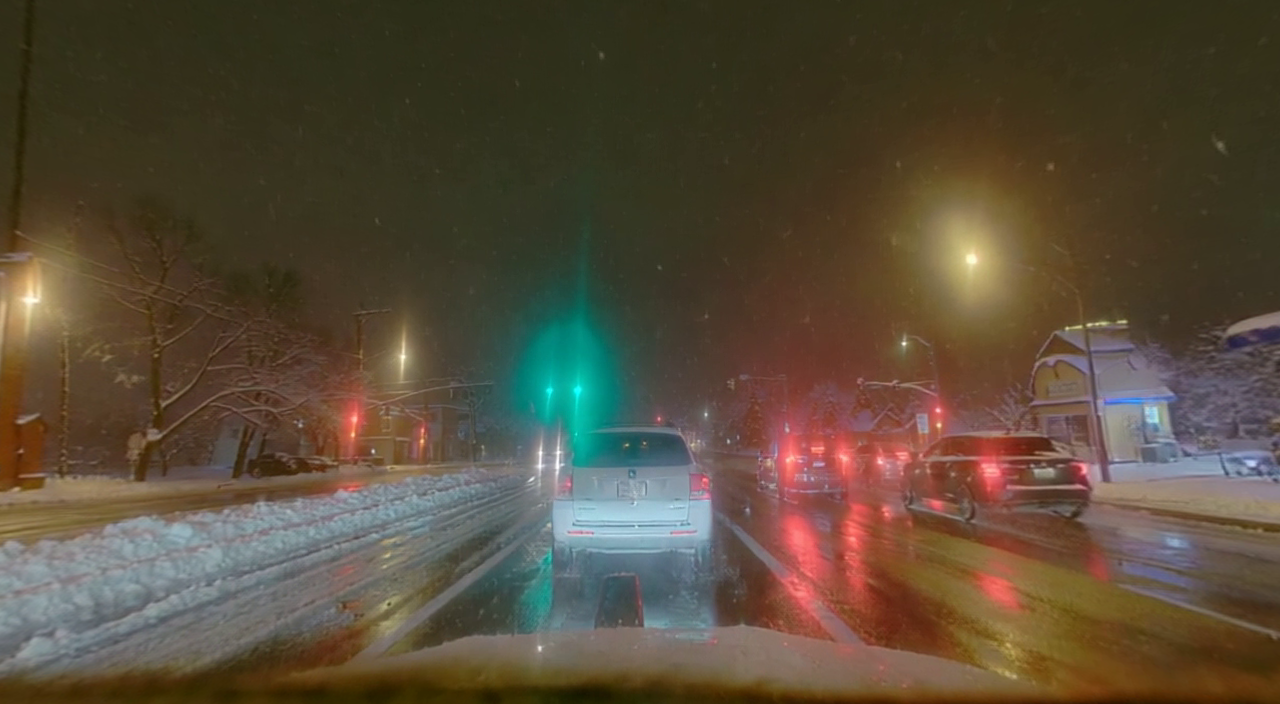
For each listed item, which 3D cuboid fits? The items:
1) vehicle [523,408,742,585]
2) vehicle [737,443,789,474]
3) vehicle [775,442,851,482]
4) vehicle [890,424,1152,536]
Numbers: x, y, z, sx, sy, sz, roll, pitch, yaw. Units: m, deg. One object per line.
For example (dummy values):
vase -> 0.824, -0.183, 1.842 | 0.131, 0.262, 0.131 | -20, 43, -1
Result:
vehicle -> -0.057, 1.690, 8.115 | 2.115, 1.700, 3.901 | 0, -9, 1
vehicle -> 6.275, 5.455, 32.632 | 1.961, 1.477, 4.454 | 0, -9, 2
vehicle -> 6.867, 4.398, 25.408 | 1.833, 1.452, 4.237 | 0, -9, 0
vehicle -> 6.640, 2.268, 11.791 | 2.072, 1.652, 4.611 | 0, -9, 1
